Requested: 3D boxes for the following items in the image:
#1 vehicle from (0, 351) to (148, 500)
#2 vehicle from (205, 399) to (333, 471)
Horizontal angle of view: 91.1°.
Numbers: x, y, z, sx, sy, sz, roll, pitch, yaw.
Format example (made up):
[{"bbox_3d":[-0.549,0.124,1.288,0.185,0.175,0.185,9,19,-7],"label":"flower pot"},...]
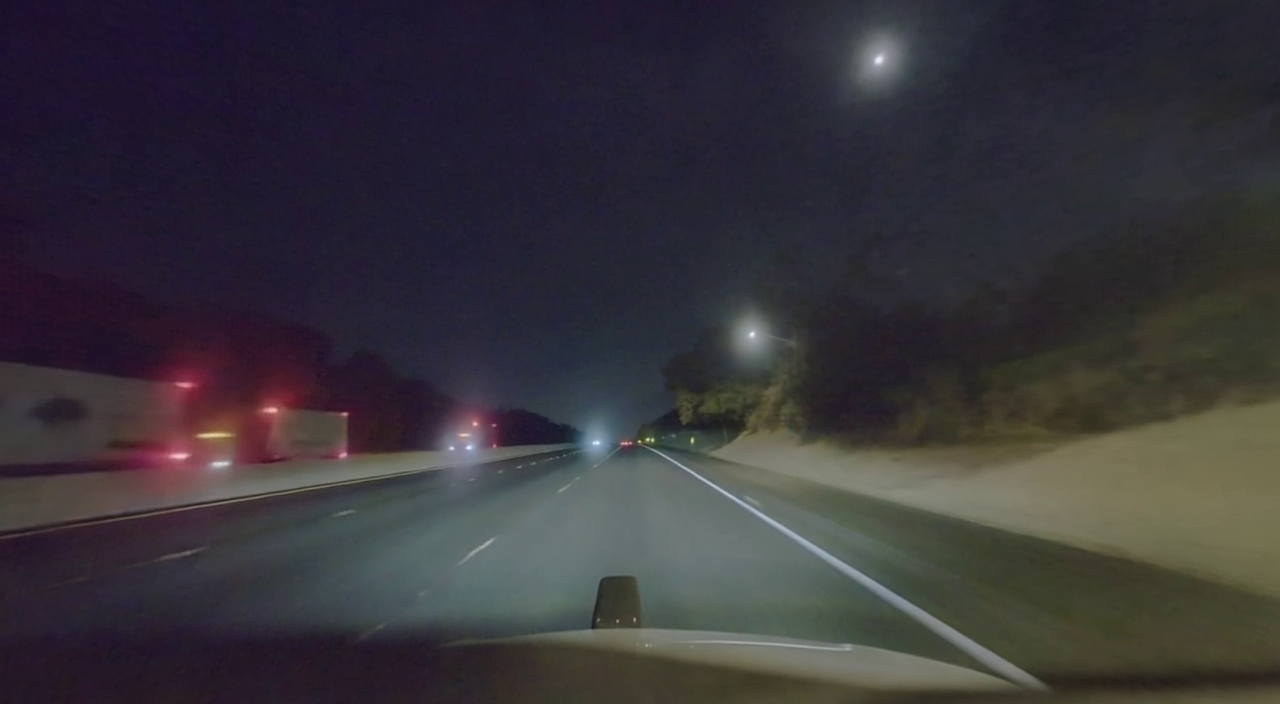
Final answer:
[{"bbox_3d":[-19.182,1.740,15.202,3.420,4.048,14.183,0,-8,-1],"label":"vehicle"},{"bbox_3d":[-23.642,5.421,40.845,3.000,4.126,8.473,0,-8,0],"label":"vehicle"}]
